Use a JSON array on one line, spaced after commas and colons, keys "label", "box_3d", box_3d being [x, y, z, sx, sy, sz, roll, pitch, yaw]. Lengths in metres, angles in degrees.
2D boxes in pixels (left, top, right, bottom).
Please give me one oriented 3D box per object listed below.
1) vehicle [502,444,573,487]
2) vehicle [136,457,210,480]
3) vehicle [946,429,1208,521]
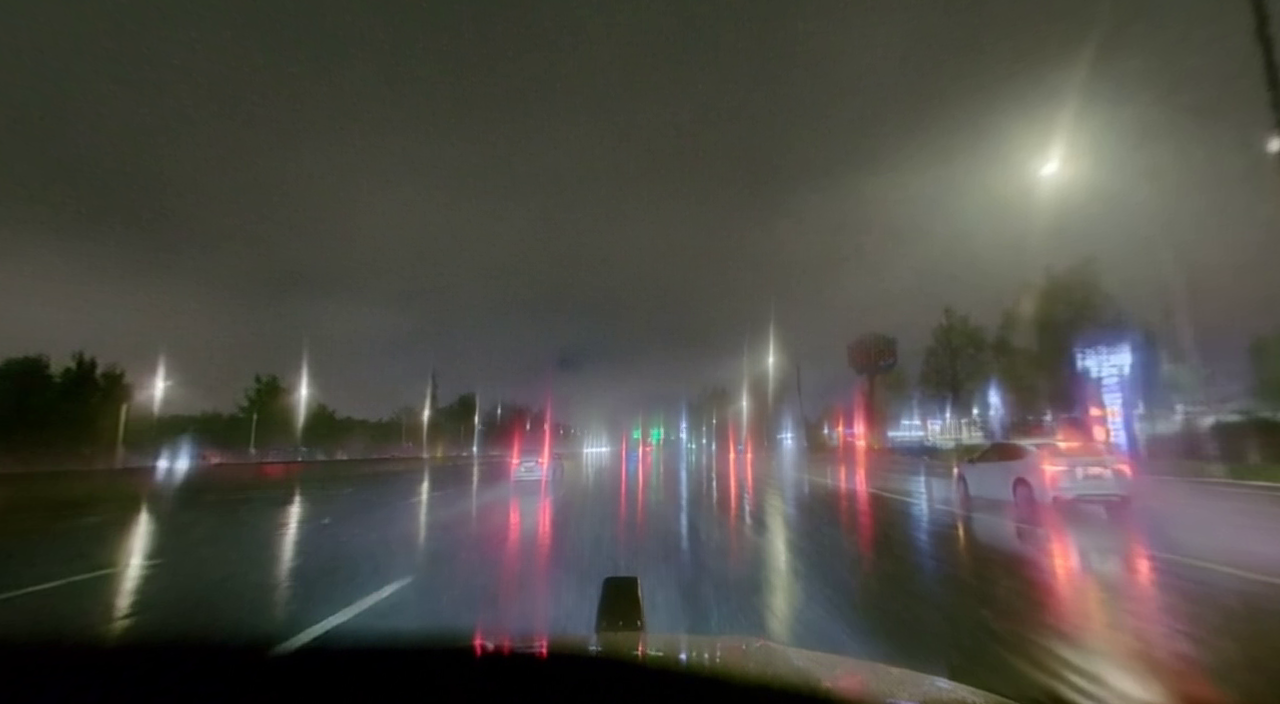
[{"label": "vehicle", "box_3d": [-4.019, 4.536, 25.447, 2.071, 1.553, 4.388, 0, -9, 1]}, {"label": "vehicle", "box_3d": [-36.292, 9.063, 49.123, 1.951, 1.658, 4.862, 0, -9, 2]}, {"label": "vehicle", "box_3d": [8.900, 2.557, 13.673, 2.035, 1.566, 5.409, 0, -9, 3]}]
